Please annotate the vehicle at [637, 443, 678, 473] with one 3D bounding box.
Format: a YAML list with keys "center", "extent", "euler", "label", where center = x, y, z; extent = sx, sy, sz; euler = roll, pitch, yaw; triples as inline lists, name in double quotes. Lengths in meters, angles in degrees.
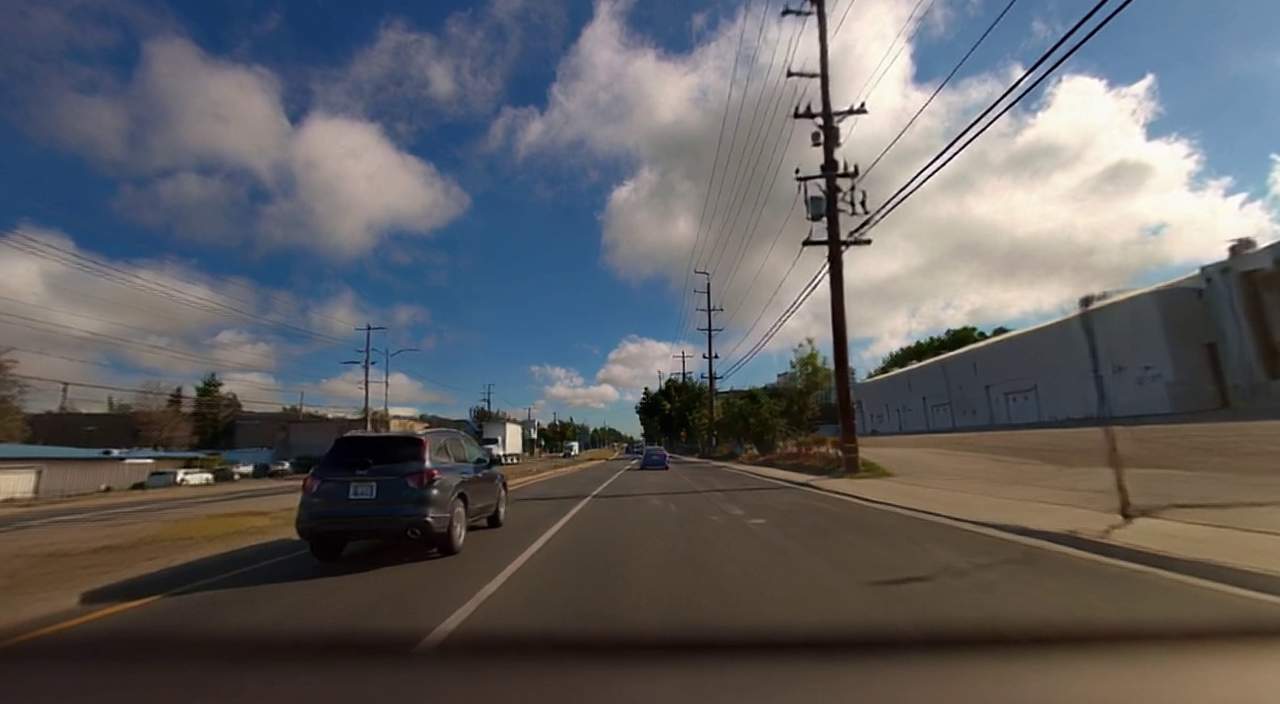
- center: [0.914, 5.844, 34.970]
  extent: [2.114, 1.492, 4.453]
  euler: [0, -8, 0]
  label: "vehicle"

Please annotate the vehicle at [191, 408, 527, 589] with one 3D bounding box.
- center: [-3.063, 1.713, 8.317]
  extent: [2.169, 1.679, 4.723]
  euler: [-1, -8, 1]
  label: "vehicle"
